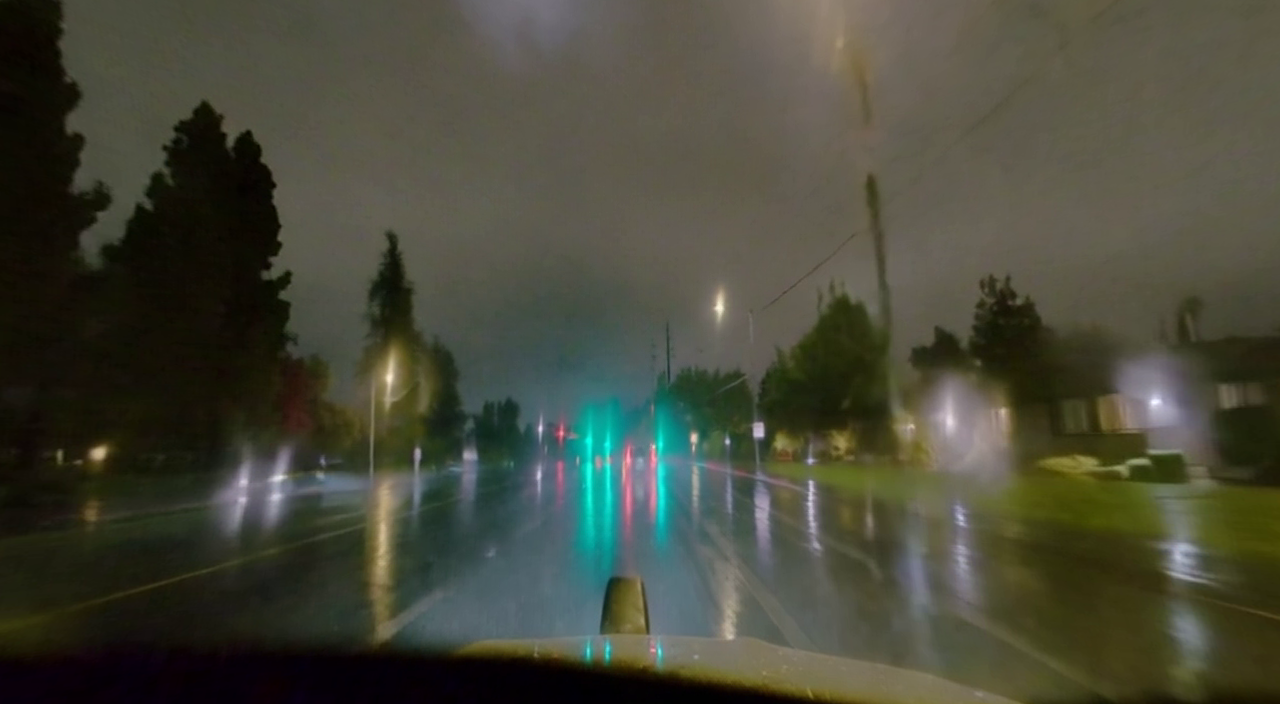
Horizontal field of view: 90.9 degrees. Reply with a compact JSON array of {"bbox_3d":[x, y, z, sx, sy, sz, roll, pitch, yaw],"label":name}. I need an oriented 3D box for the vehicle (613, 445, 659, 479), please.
[{"bbox_3d":[-0.153,5.056,29.314,2.009,1.456,4.003,0,-8,1],"label":"vehicle"}]

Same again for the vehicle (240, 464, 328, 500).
[{"bbox_3d":[-17.147,6.264,30.617,1.824,1.471,4.117,0,-8,0],"label":"vehicle"}]
